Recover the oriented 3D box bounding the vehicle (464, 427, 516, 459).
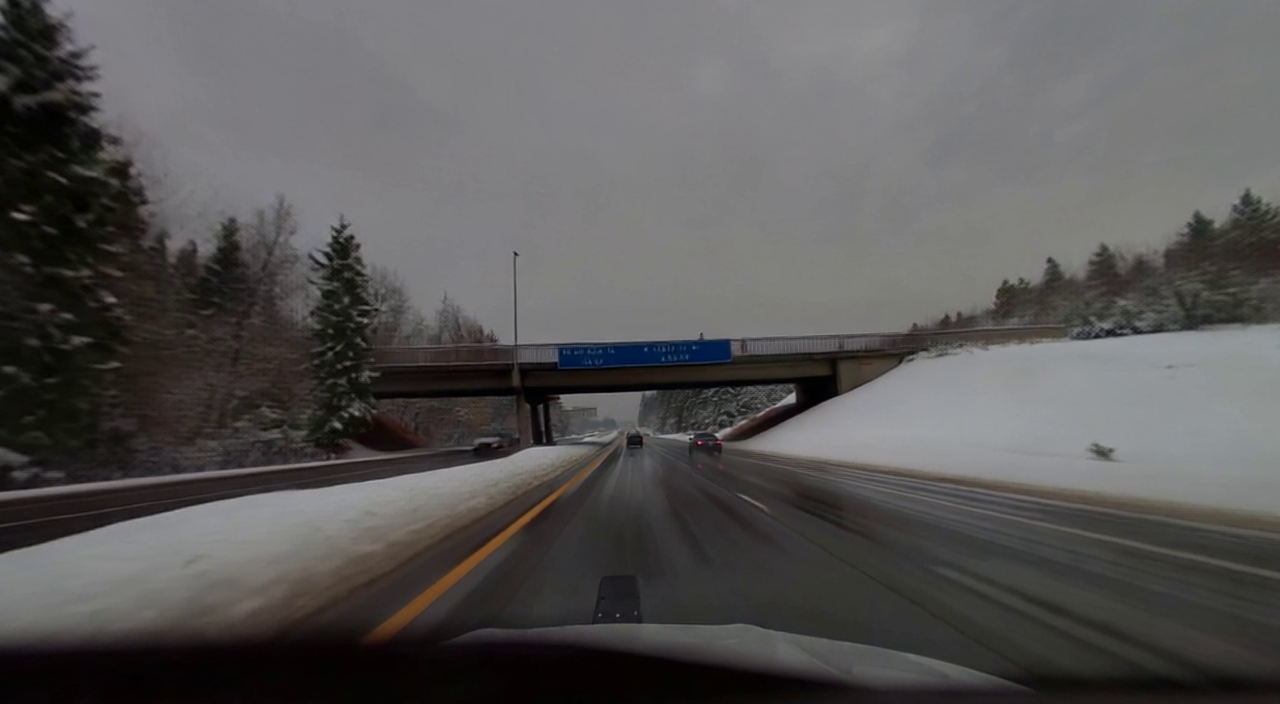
[{"bbox_3d":[-9.198,5.612,39.041,1.986,1.784,5.223,0,-8,0],"label":"vehicle"}]

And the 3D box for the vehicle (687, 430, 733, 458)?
[{"bbox_3d":[3.977,5.301,36.506,2.010,1.526,4.438,0,-8,-2],"label":"vehicle"}]
